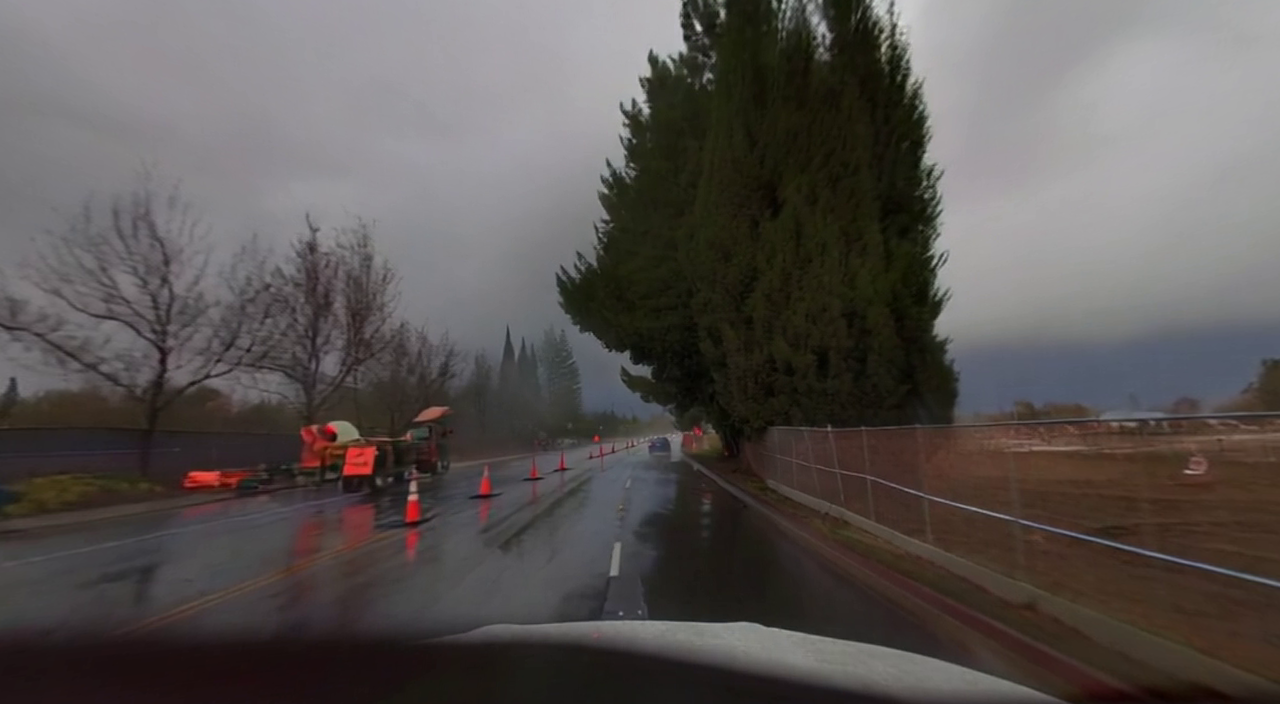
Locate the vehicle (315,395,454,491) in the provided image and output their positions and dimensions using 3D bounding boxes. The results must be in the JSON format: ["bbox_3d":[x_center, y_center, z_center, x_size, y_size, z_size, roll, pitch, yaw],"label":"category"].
[{"bbox_3d":[-7.650,2.776,19.241,3.064,2.710,2.385,-1,-9,4],"label":"vehicle"}]

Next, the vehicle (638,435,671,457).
[{"bbox_3d":[0.985,6.519,43.746,2.172,1.486,3.581,0,-9,1],"label":"vehicle"}]
